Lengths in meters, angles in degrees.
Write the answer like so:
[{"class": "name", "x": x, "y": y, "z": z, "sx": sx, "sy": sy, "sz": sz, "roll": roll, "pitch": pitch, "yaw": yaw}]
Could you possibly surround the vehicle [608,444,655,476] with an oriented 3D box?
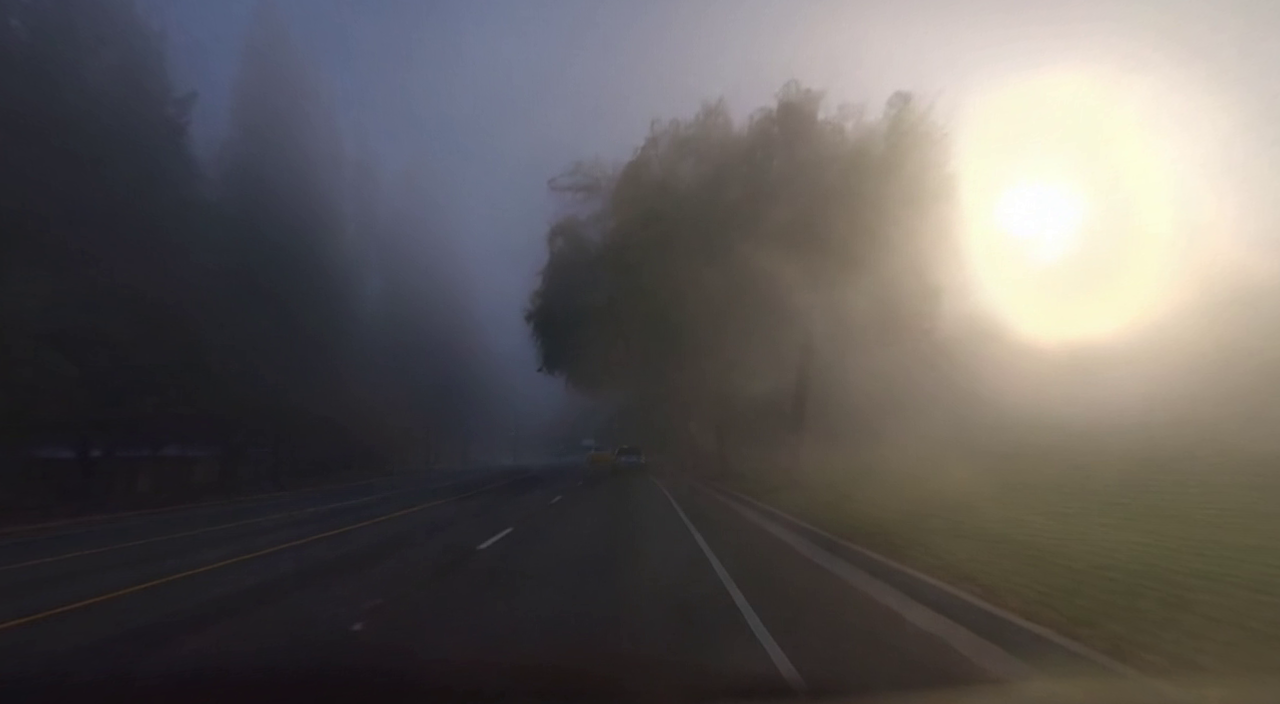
[{"class": "vehicle", "x": -0.334, "y": 5.315, "z": 31.463, "sx": 2.111, "sy": 1.466, "sz": 4.223, "roll": -1, "pitch": -8, "yaw": 2}]
